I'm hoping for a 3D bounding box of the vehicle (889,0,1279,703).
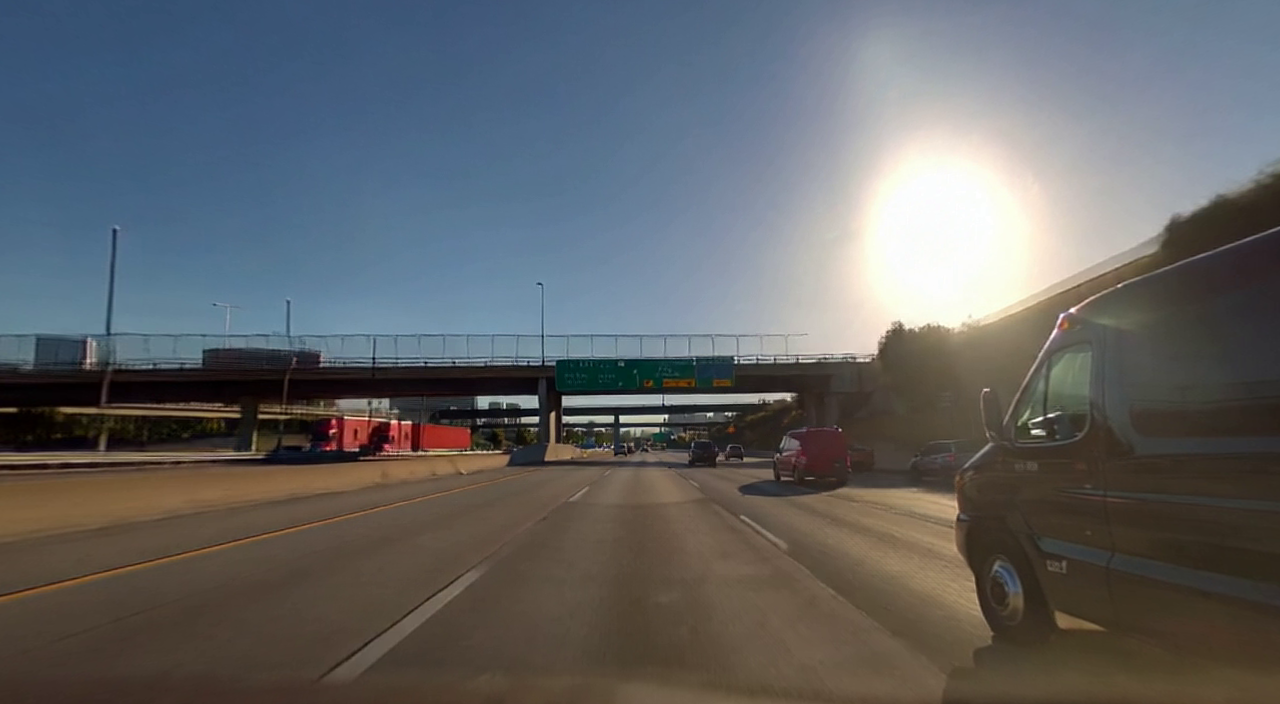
[{"bbox_3d":[3.173,0.150,1.286,2.436,2.745,7.034,0,-8,0],"label":"vehicle"}]

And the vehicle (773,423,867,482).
[{"bbox_3d":[7.326,4.177,26.397,2.301,2.203,5.419,0,-8,0],"label":"vehicle"}]

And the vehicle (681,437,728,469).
[{"bbox_3d":[4.222,6.701,42.212,2.464,1.961,5.520,0,-8,-1],"label":"vehicle"}]
